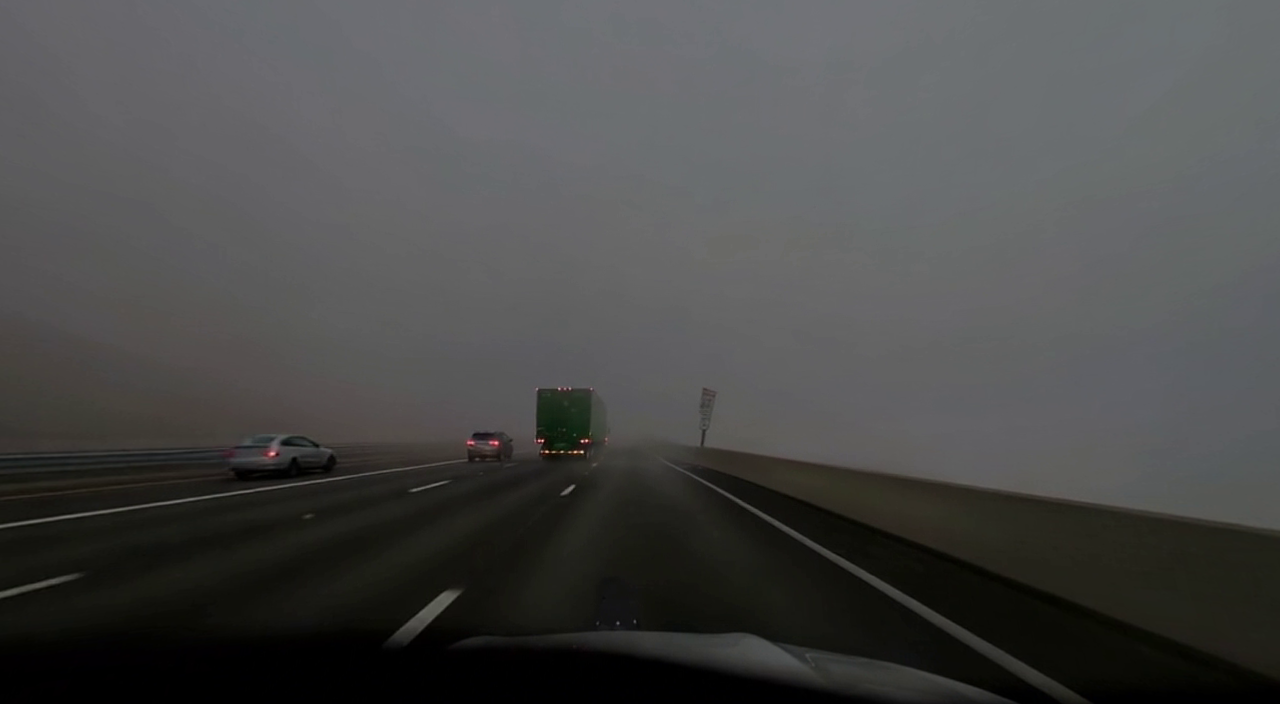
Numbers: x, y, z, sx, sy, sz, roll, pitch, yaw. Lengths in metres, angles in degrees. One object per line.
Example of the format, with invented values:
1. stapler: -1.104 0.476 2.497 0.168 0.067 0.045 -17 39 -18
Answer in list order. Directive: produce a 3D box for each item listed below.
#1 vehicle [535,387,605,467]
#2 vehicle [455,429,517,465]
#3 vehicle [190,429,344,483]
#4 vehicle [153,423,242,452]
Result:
1. vehicle: -3.851 4.625 37.812 3.002 3.987 12.477 0 -8 -1
2. vehicle: -7.820 4.856 32.383 2.075 1.691 4.431 0 -8 0
3. vehicle: -11.292 3.162 19.520 1.959 1.460 4.661 0 -8 0
4. vehicle: -23.765 4.623 33.936 1.811 1.470 4.155 0 -8 -1
